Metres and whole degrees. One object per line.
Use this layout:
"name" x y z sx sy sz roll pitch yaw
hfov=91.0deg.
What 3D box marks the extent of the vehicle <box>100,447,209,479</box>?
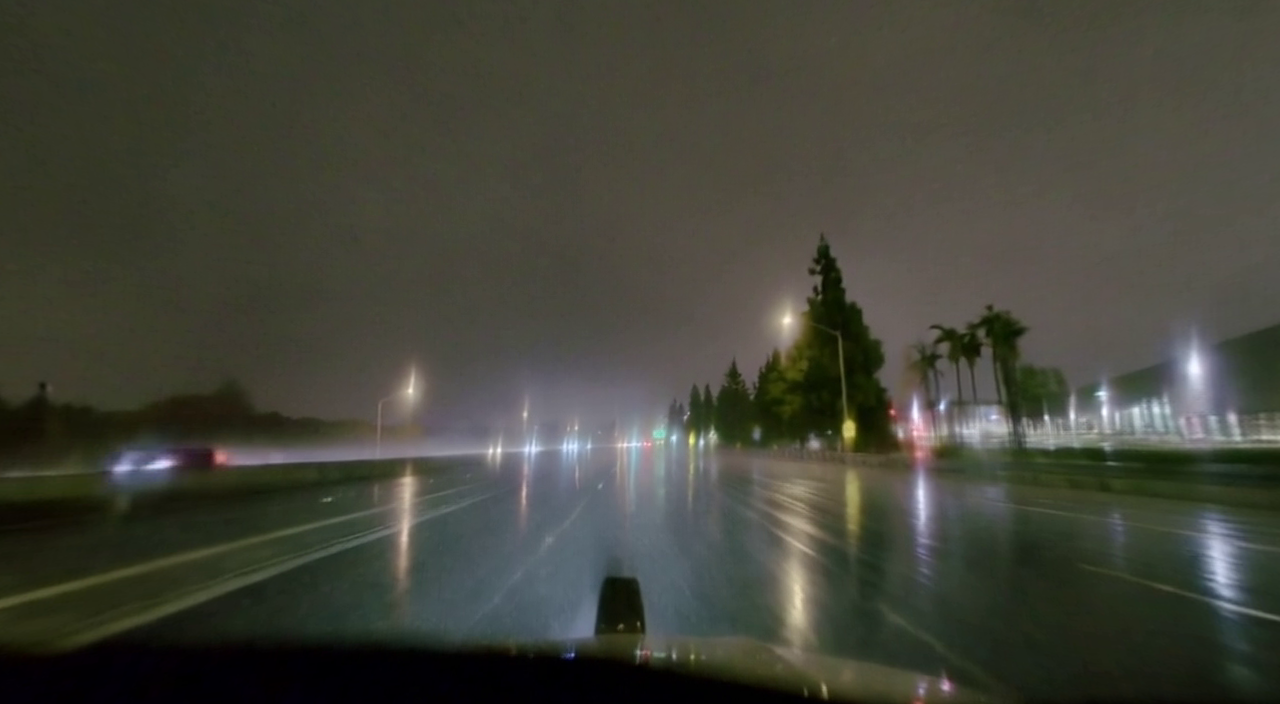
"vehicle" -25.275 5.766 33.031 1.876 1.517 4.715 0 -9 1
